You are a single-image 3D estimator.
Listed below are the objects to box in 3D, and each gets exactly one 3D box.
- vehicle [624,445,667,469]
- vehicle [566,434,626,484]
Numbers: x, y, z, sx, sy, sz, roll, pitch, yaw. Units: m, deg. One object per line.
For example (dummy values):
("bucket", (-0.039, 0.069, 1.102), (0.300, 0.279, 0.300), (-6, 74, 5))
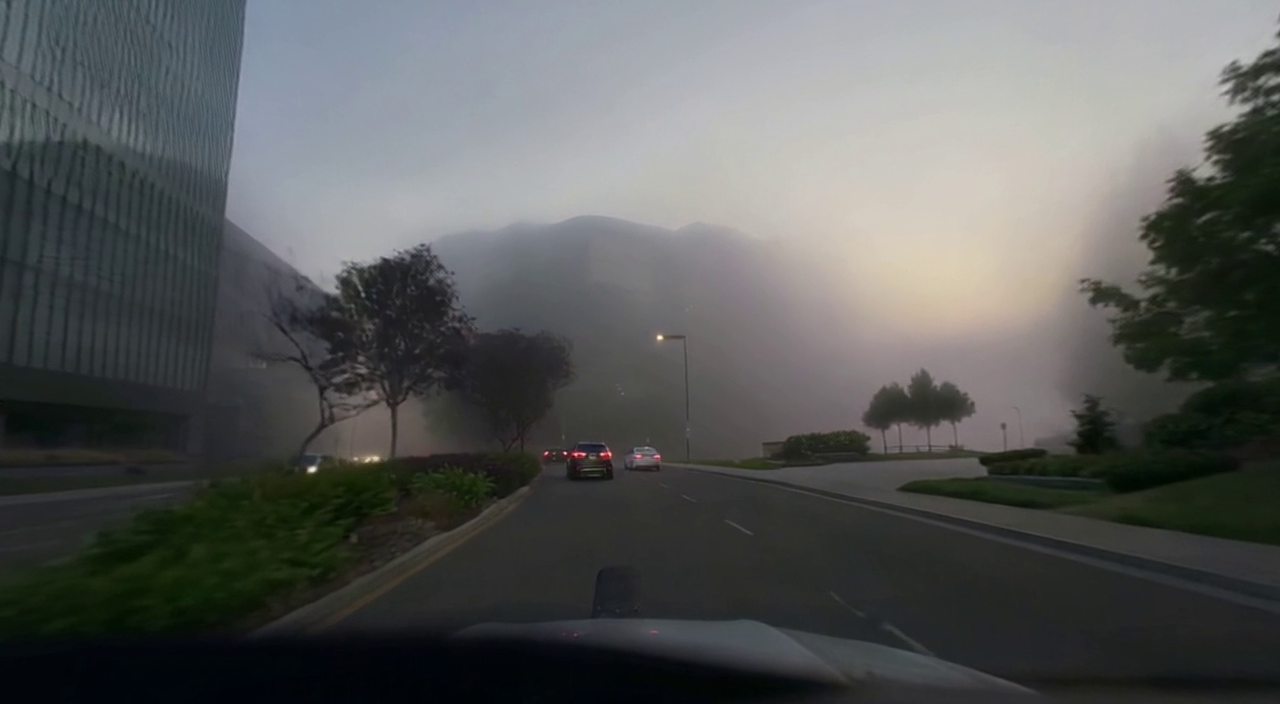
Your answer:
("vehicle", (0.309, 7.014, 42.250), (2.116, 1.506, 4.355), (2, -9, -10))
("vehicle", (-1.814, 4.180, 24.911), (2.173, 1.761, 4.374), (1, -9, -6))
